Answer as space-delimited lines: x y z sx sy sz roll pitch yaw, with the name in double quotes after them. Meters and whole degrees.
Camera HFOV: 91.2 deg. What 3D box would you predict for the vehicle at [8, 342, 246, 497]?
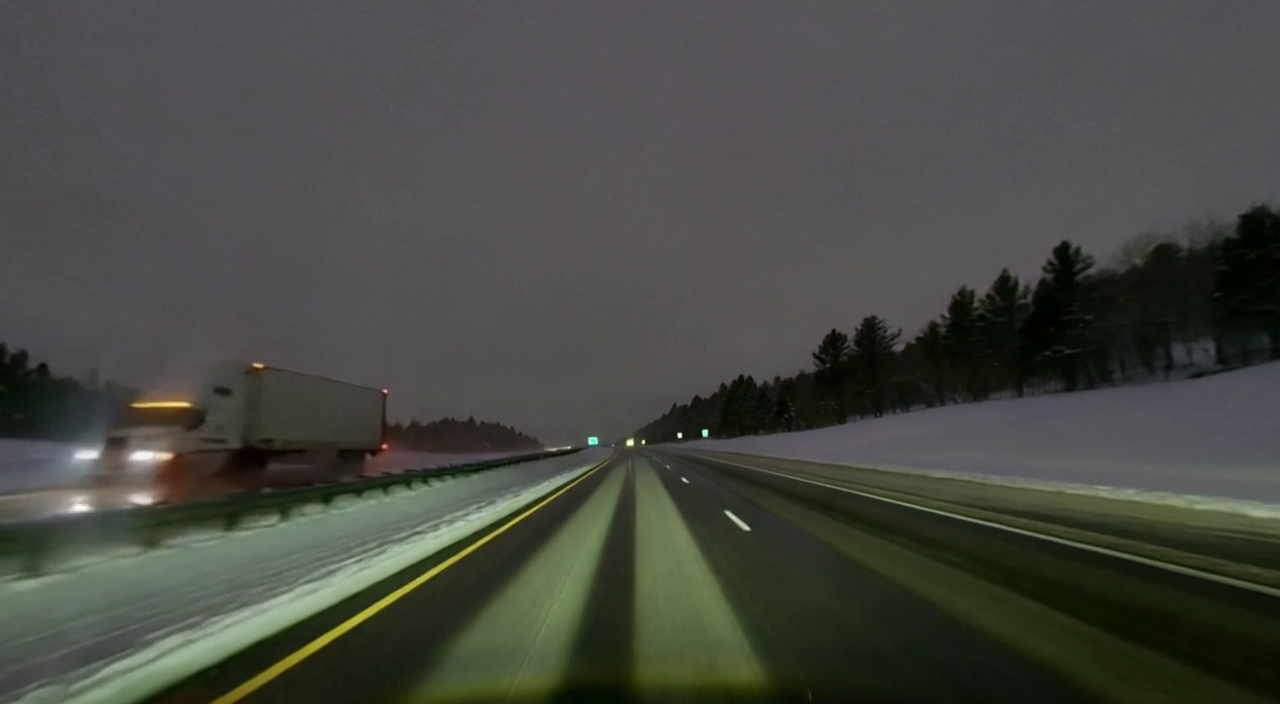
-15.954 2.202 20.063 3.730 4.427 4.152 0 -8 0 "vehicle"
